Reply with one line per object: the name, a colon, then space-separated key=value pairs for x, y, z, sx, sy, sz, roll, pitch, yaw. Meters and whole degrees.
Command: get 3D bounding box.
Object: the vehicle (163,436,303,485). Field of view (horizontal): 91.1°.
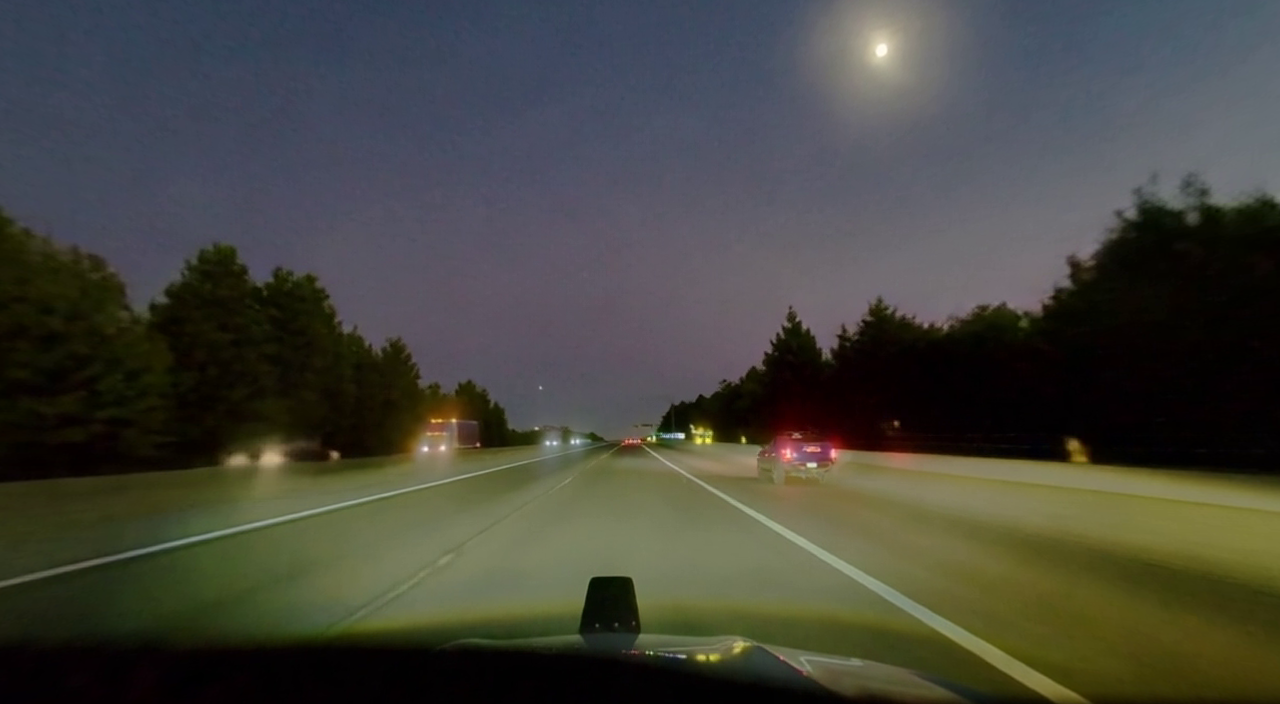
vehicle: x=-13.715 y=3.651 z=21.567 sx=1.941 sy=1.486 sz=4.335 roll=0 pitch=-8 yaw=-1
